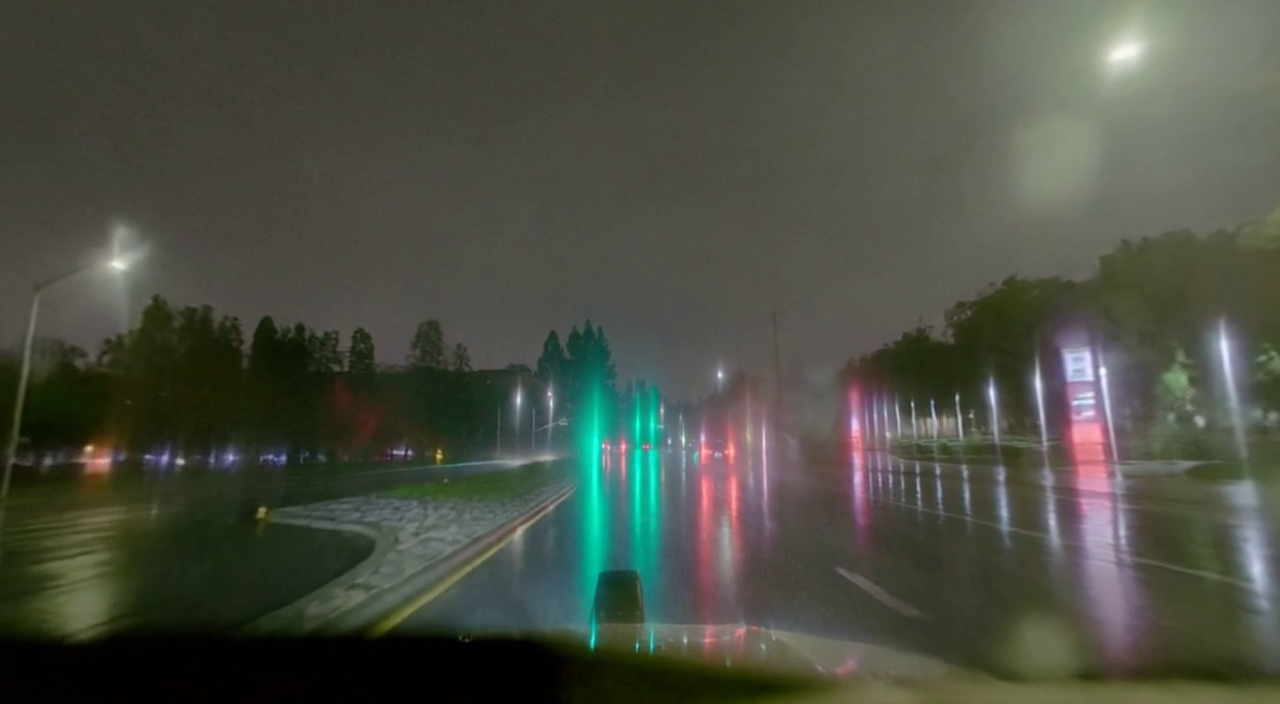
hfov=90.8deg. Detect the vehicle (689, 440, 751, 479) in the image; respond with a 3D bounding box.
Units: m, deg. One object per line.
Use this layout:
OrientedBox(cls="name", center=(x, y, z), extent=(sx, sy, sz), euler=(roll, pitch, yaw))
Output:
OrientedBox(cls="vehicle", center=(3.317, 4.543, 27.021), extent=(1.948, 1.479, 4.620), euler=(0, -9, -2))
